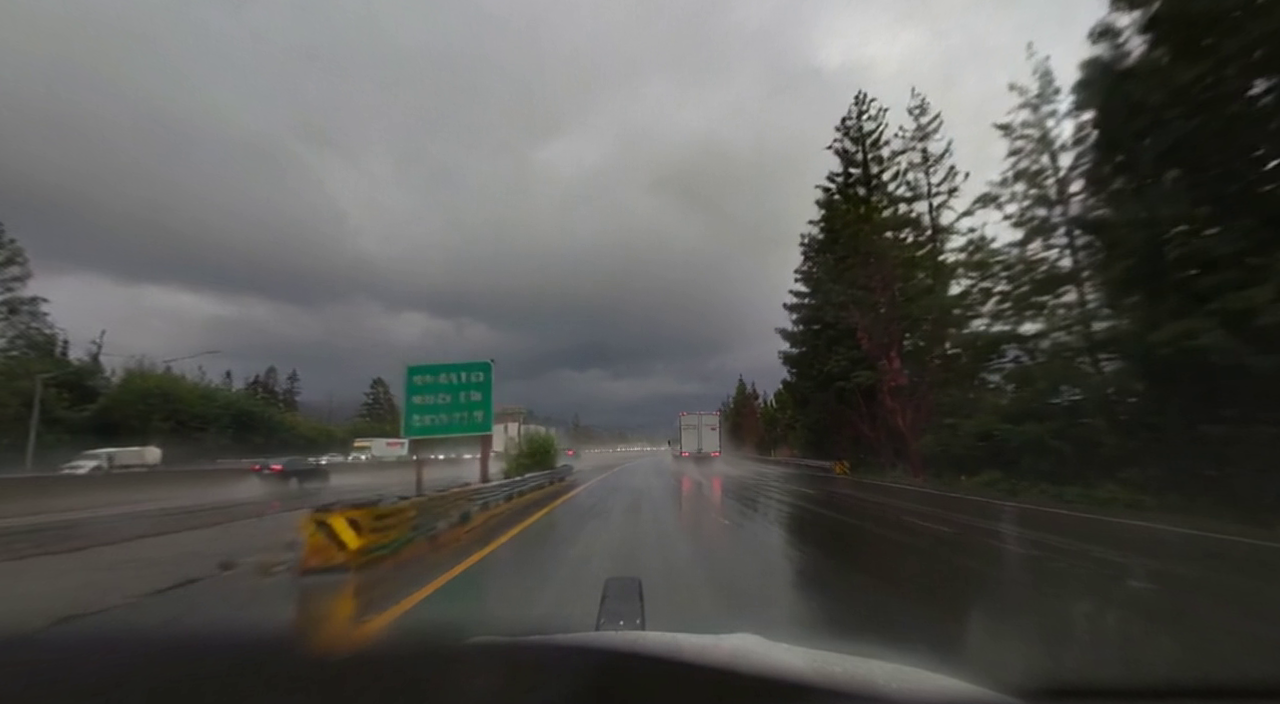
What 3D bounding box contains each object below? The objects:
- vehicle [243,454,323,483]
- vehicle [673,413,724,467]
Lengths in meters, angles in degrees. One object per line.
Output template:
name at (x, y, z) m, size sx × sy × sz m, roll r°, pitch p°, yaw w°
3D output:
vehicle at (-19.834, 6.482, 35.285) m, size 1.833 × 1.438 × 4.011 m, roll -1°, pitch -9°, yaw 5°
vehicle at (4.291, 7.009, 49.429) m, size 2.928 × 3.595 × 13.975 m, roll 0°, pitch -9°, yaw 1°
